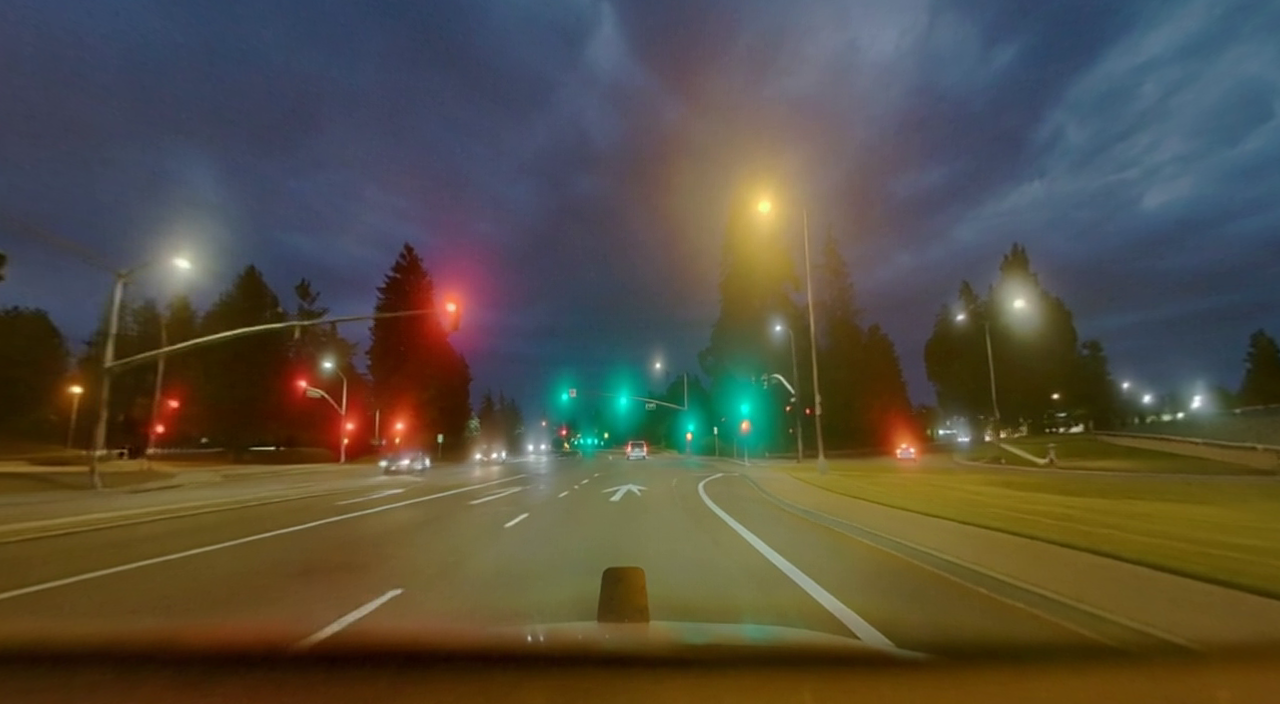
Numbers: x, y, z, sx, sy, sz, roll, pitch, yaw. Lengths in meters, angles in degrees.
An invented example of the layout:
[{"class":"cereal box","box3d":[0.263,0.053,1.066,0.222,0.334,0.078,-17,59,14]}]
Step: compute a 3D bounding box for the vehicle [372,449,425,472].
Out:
[{"class":"vehicle","box3d":[-16.538,7.426,43.401,1.818,1.384,4.874,0,-8,-2]}]
